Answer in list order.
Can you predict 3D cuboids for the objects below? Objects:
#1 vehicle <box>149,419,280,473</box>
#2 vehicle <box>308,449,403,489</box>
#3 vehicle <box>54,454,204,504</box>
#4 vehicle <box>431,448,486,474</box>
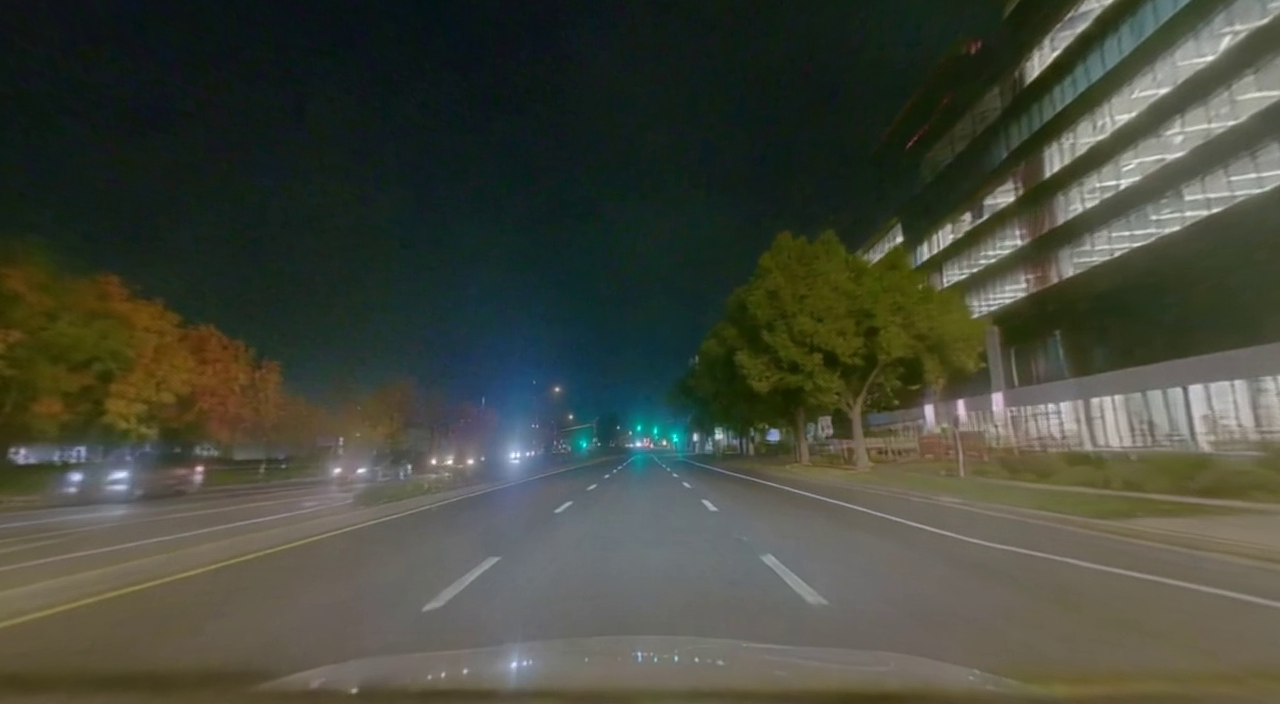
[{"bbox_3d":[-30.574,6.836,45.760,2.818,3.500,8.930,0,-9,3],"label":"vehicle"},{"bbox_3d":[-11.557,4.738,25.881,1.712,1.459,4.614,0,-9,1],"label":"vehicle"},{"bbox_3d":[-18.083,4.474,22.532,1.816,1.527,4.226,0,-9,0],"label":"vehicle"},{"bbox_3d":[-11.255,6.748,39.174,2.058,1.453,4.580,0,-9,0],"label":"vehicle"}]
